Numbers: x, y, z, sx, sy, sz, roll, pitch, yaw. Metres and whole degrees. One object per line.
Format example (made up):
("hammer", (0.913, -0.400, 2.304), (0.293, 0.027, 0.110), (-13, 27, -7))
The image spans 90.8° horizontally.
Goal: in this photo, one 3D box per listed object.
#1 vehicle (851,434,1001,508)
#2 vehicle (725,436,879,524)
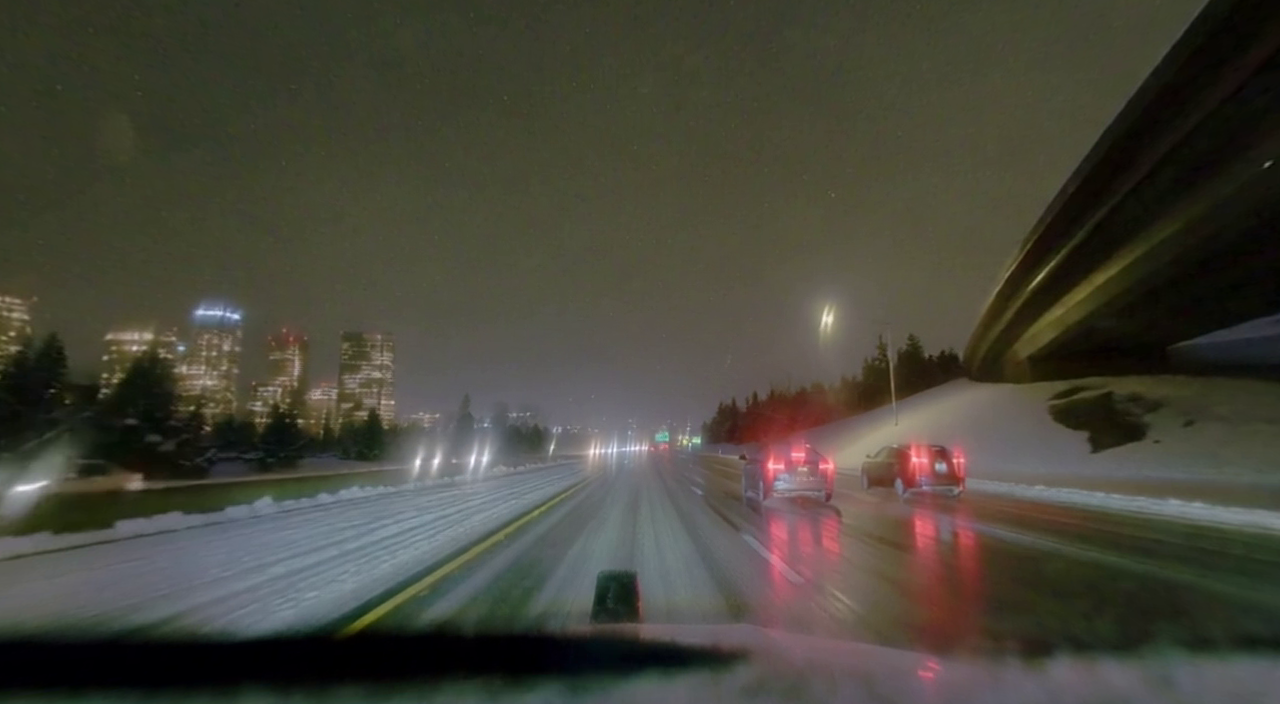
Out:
("vehicle", (6.925, 2.903, 15.810), (1.856, 1.592, 3.920), (0, -8, -1))
("vehicle", (3.172, 2.600, 13.503), (1.982, 1.533, 4.612), (0, -8, -1))
